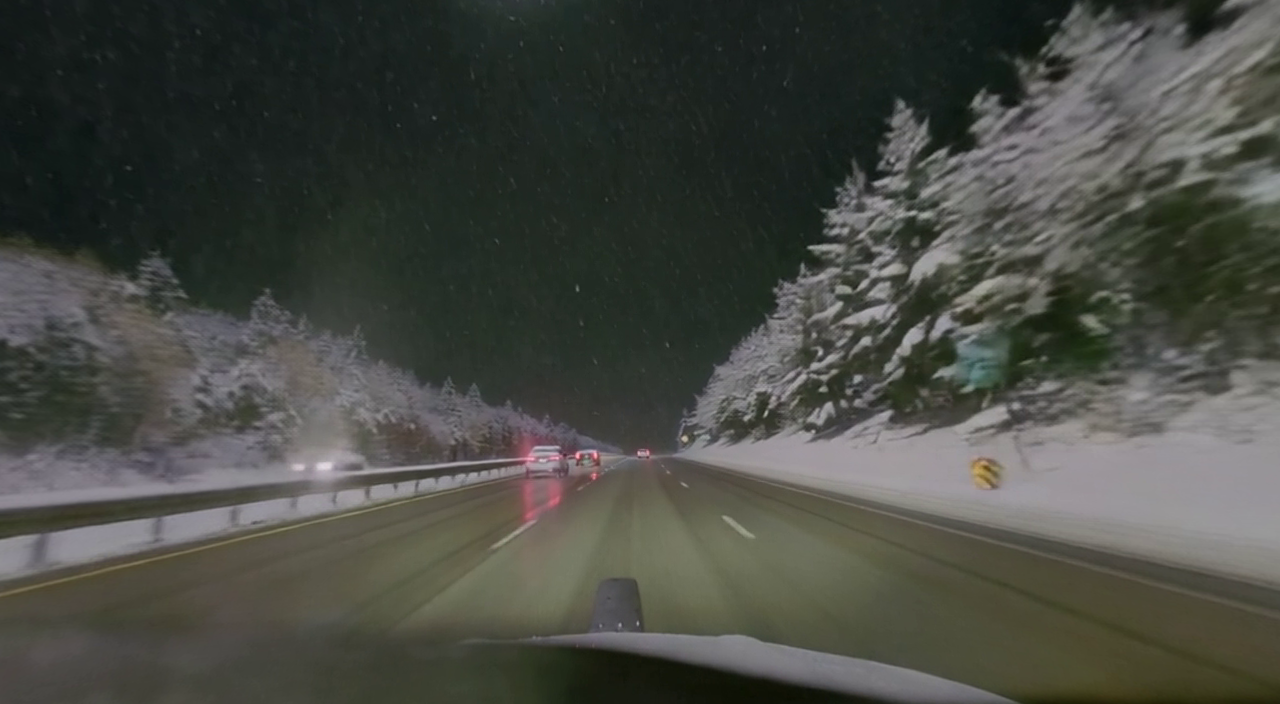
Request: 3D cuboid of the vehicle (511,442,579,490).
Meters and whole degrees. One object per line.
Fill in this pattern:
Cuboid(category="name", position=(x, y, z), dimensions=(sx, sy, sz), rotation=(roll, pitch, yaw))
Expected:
Cuboid(category="vehicle", position=(-3.417, 4.175, 23.406), dimensions=(1.846, 1.600, 4.108), rotation=(0, -9, 1))

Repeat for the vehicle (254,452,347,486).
Cuboid(category="vehicle", position=(-17.076, 5.873, 32.041), dimensions=(1.984, 1.534, 4.841), rotation=(0, -9, 0))
